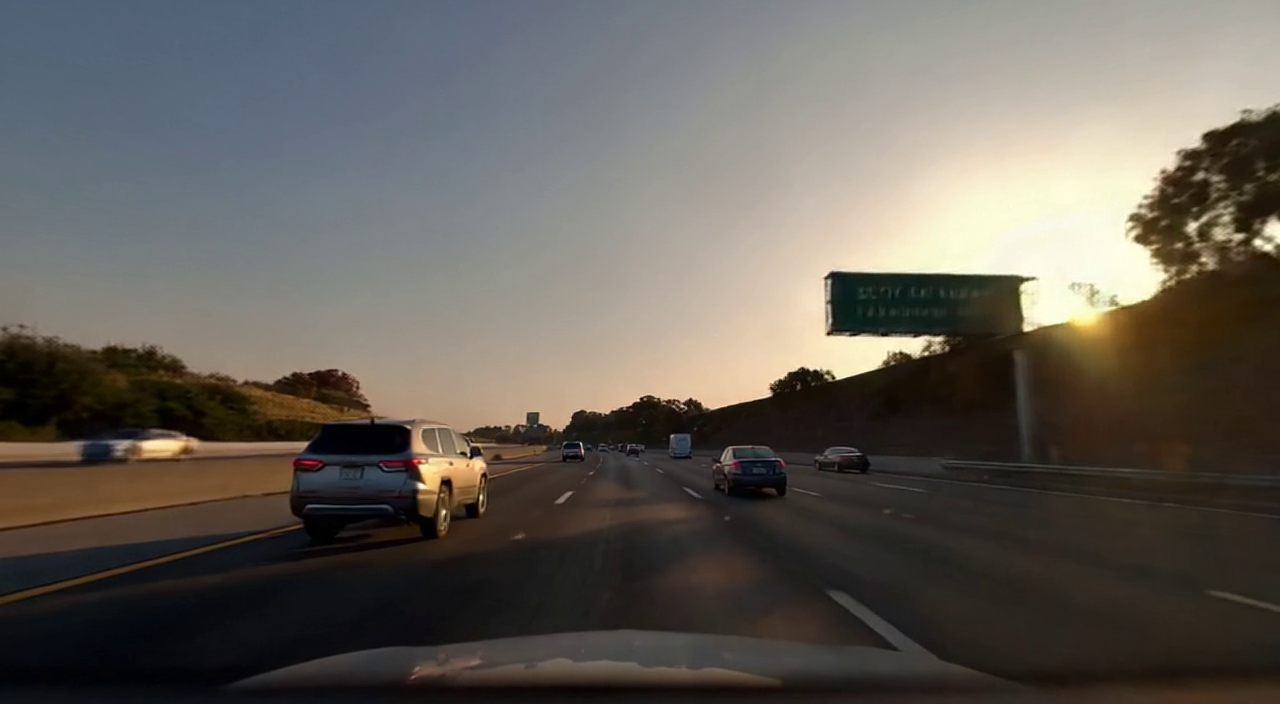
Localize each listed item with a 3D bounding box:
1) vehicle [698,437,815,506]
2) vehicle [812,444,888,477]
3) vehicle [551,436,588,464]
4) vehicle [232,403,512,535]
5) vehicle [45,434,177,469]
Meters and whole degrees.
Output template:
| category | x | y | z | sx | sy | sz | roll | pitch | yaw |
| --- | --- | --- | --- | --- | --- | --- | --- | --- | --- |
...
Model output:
| category | x | y | z | sx | sy | sz | roll | pitch | yaw |
| --- | --- | --- | --- | --- | --- | --- | --- | --- | --- |
| vehicle | 2.811 | 3.010 | 16.376 | 2.053 | 1.510 | 4.400 | 0 | -8 | -2 |
| vehicle | 10.352 | 5.357 | 31.538 | 2.105 | 1.496 | 4.393 | 0 | -8 | -2 |
| vehicle | -4.872 | 6.869 | 44.154 | 2.149 | 1.843 | 4.348 | 0 | -8 | -2 |
| vehicle | -4.389 | 2.083 | 11.890 | 2.684 | 1.839 | 5.803 | 0 | -8 | 1 |
| vehicle | -22.327 | 4.224 | 26.931 | 1.923 | 1.375 | 4.408 | 0 | -8 | -2 |
